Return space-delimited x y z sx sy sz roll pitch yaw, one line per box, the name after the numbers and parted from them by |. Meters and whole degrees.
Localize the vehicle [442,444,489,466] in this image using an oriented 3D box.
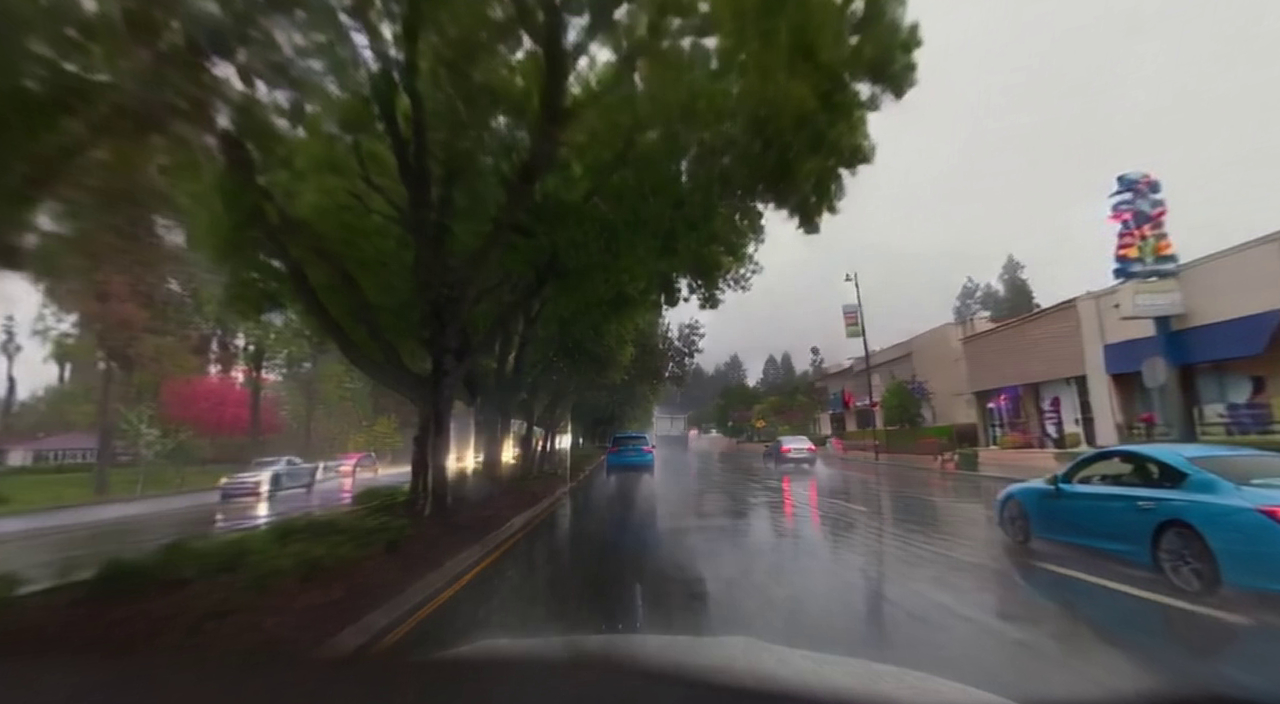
-13.348 7.918 48.703 2.217 1.519 4.724 -1 -9 1 | vehicle

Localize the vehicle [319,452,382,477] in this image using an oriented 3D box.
-19.411 7.547 42.598 1.879 1.513 4.466 -1 -9 3 | vehicle

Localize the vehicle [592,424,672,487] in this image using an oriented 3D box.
-0.256 3.263 20.044 2.266 1.762 4.131 0 -9 -1 | vehicle

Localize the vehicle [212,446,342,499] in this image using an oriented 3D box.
-13.899 4.614 24.626 2.080 1.821 4.833 -1 -9 1 | vehicle

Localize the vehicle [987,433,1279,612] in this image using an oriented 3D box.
5.754 1.464 6.087 2.258 1.294 4.312 0 -9 -2 | vehicle

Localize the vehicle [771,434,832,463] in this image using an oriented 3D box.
8.849 5.371 35.068 2.045 1.484 4.342 0 -9 -2 | vehicle

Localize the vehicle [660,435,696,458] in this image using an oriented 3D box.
2.517 6.494 43.283 2.078 1.471 4.142 0 -9 -2 | vehicle
